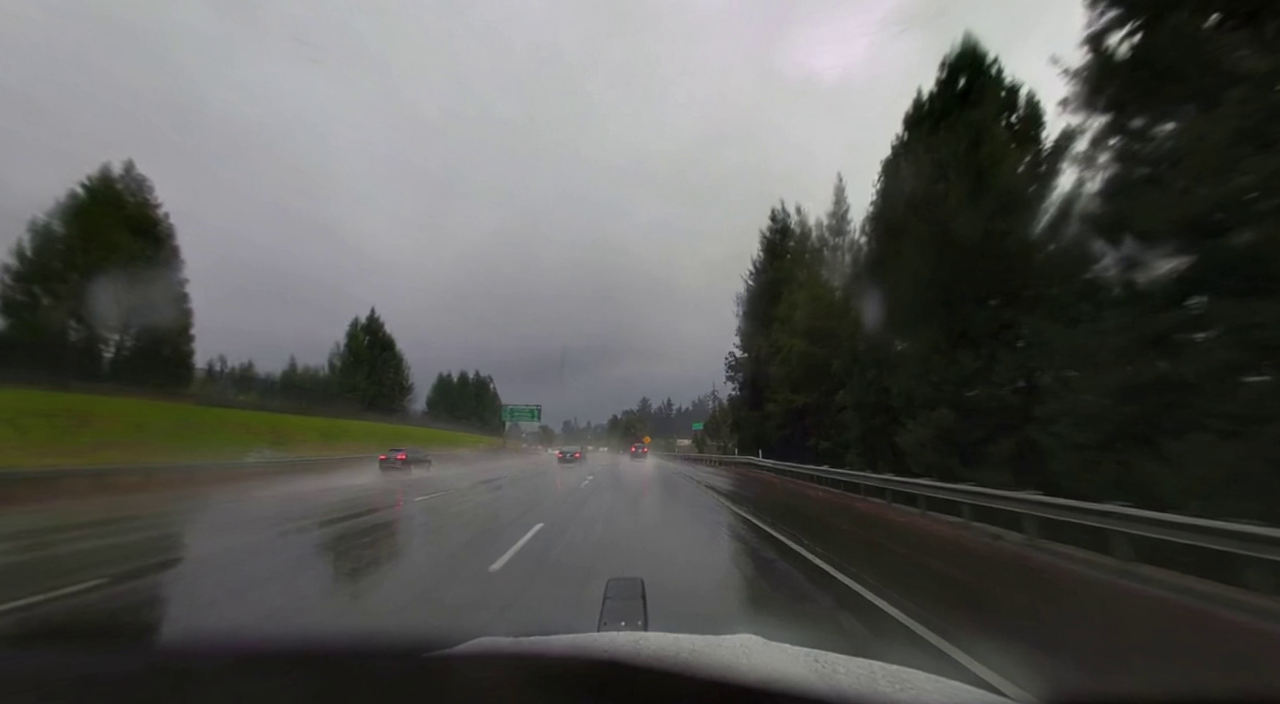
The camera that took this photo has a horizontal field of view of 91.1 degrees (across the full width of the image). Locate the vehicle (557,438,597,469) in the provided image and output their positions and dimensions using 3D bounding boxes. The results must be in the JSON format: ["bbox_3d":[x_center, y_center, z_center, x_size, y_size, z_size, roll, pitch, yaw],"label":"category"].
[{"bbox_3d":[-3.946,6.464,40.105,2.138,1.833,4.622,0,-8,-1],"label":"vehicle"}]

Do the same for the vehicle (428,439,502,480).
[{"bbox_3d":[-7.579,4.686,27.718,2.015,1.651,4.432,0,-8,0],"label":"vehicle"}]

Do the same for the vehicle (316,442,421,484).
[{"bbox_3d":[-11.092,4.537,26.149,2.100,1.537,5.092,0,-8,0],"label":"vehicle"}]
